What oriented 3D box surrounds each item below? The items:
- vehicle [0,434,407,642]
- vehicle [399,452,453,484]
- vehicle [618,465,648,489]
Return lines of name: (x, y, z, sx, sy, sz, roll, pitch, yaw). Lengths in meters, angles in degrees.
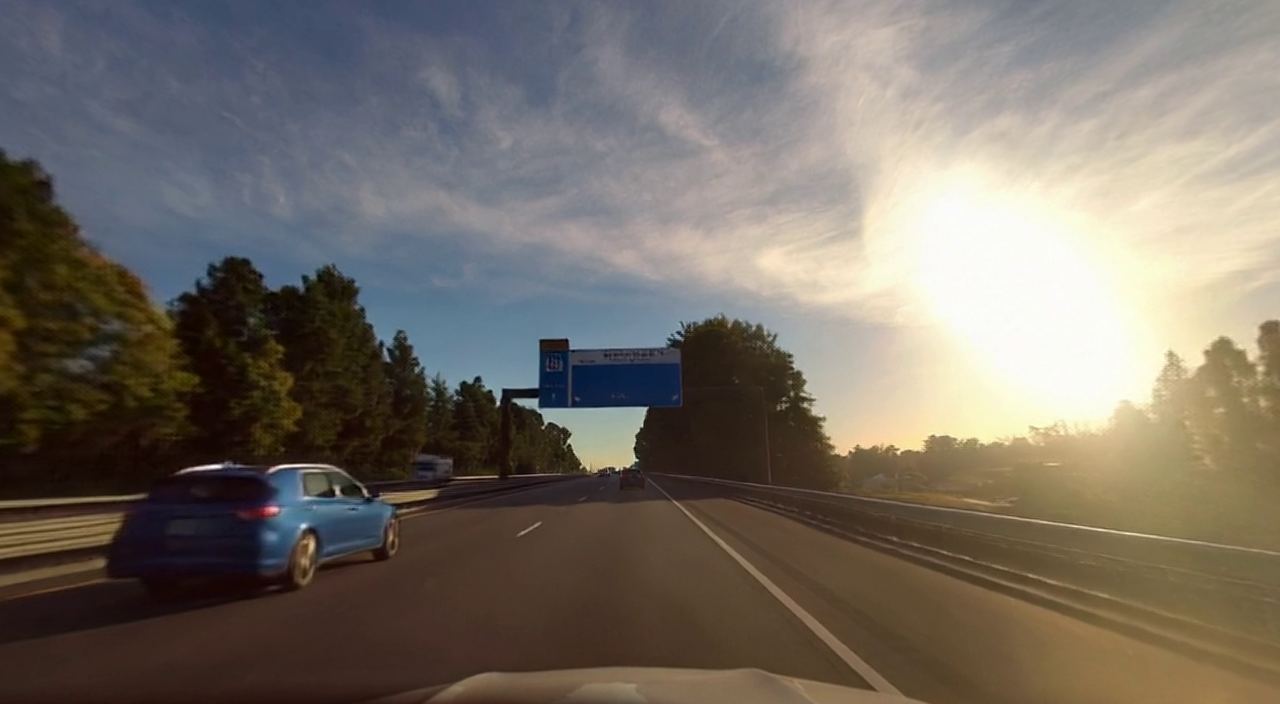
vehicle: (-4.413, 1.773, 6.873, 2.003, 1.479, 4.363, 1, -11, 0)
vehicle: (-16.837, 9.179, 49.836, 2.216, 2.293, 5.474, 1, -11, 1)
vehicle: (-0.541, 9.466, 47.795, 2.107, 1.668, 4.554, 1, -11, -1)
